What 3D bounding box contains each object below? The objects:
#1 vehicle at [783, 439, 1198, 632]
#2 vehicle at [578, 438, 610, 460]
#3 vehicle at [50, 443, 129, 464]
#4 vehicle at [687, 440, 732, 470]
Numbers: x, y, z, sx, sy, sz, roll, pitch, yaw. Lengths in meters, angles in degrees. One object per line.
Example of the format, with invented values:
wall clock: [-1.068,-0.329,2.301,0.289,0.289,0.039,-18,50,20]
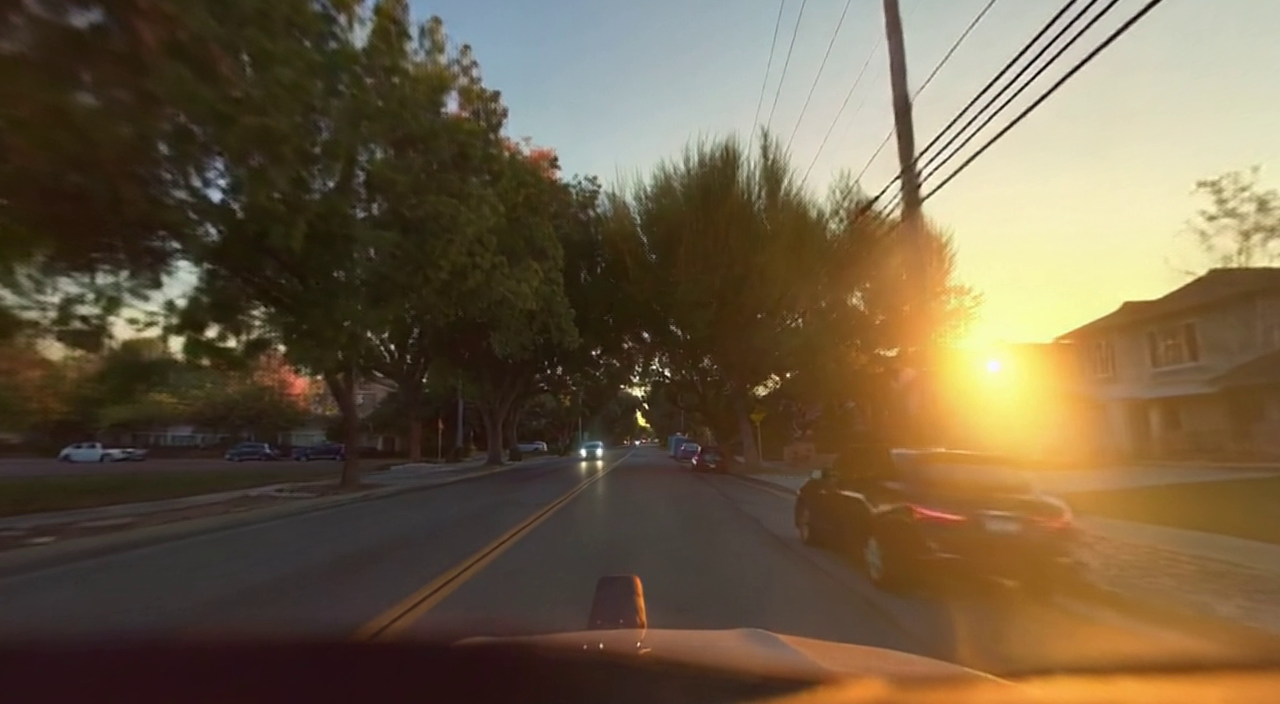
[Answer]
vehicle: [3.181,1.719,7.108,1.990,1.435,4.526,0,-8,-1]
vehicle: [-3.322,7.068,46.060,1.839,1.520,3.656,-1,-8,3]
vehicle: [-41.083,7.541,47.190,4.019,1.503,1.979,0,-8,0]
vehicle: [3.668,5.547,34.185,1.915,1.491,4.642,0,-8,0]
